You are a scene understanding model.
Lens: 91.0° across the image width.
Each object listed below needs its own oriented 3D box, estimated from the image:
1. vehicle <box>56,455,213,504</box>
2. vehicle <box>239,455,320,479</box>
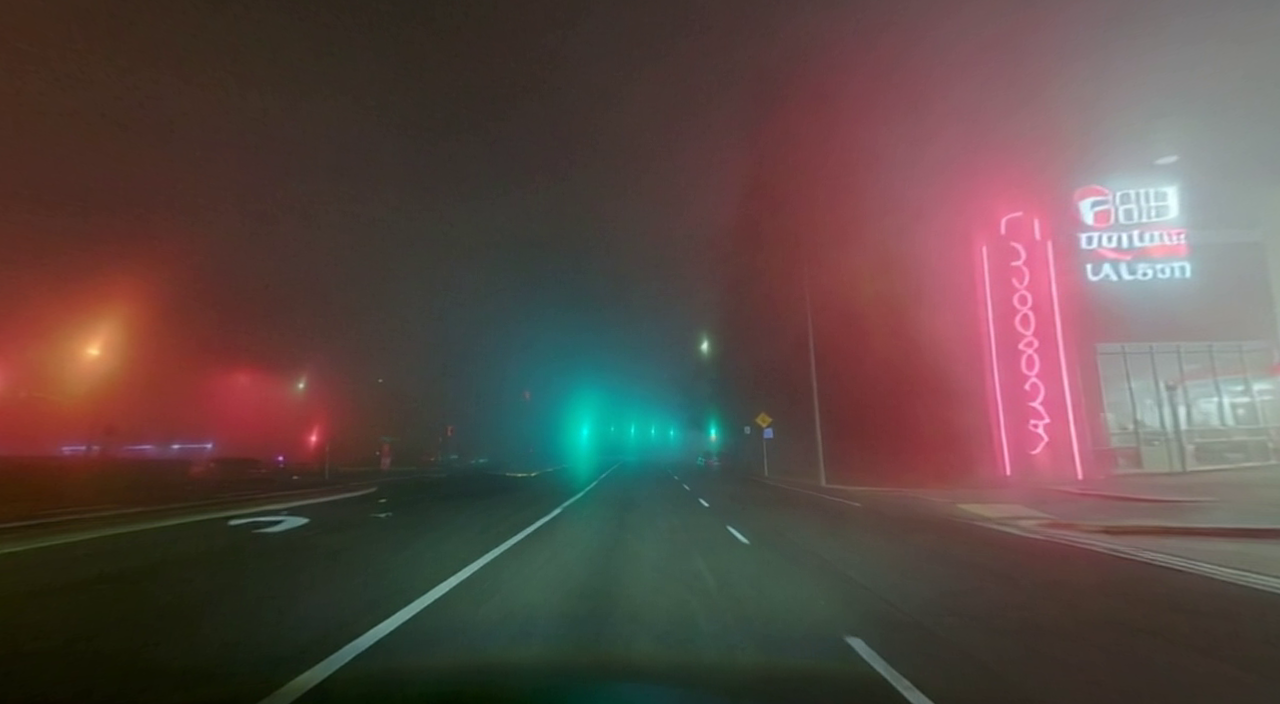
[{"bbox_3d":[-18.209,4.584,23.045,1.938,1.465,4.744,-2,-8,-2],"label":"vehicle"},{"bbox_3d":[-25.185,8.026,44.052,4.423,1.583,1.861,1,-9,-7],"label":"vehicle"}]
